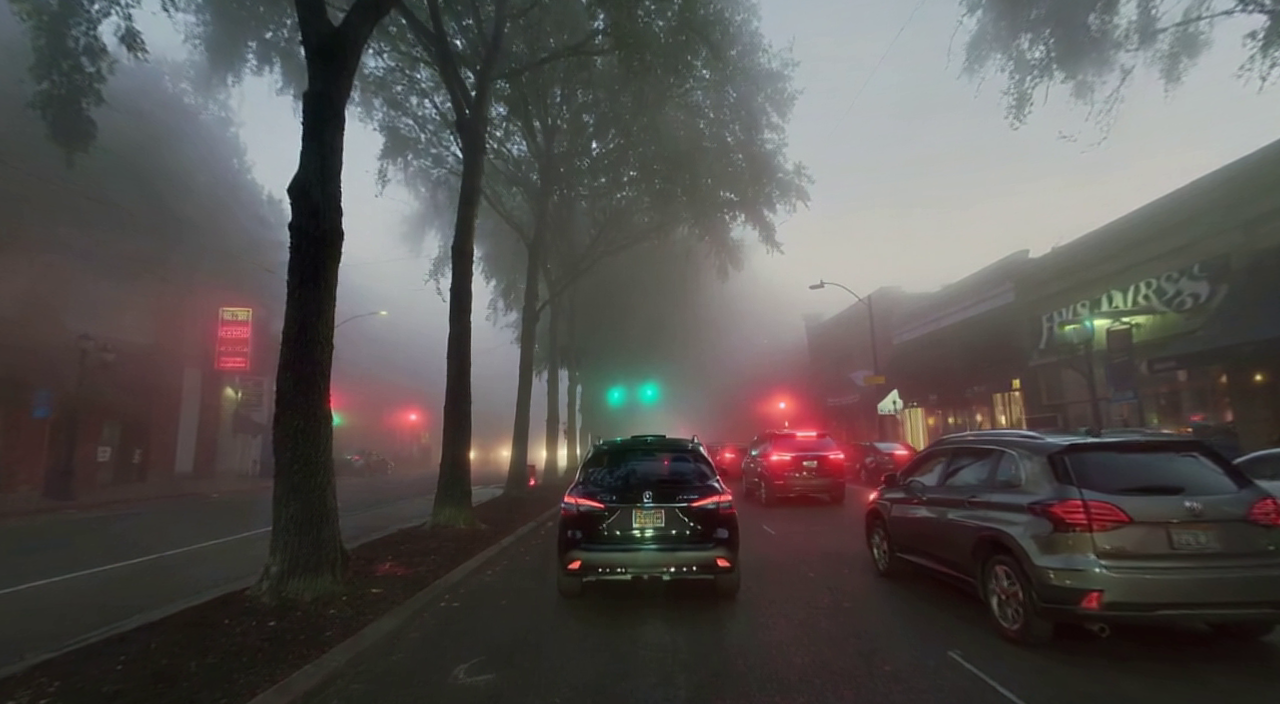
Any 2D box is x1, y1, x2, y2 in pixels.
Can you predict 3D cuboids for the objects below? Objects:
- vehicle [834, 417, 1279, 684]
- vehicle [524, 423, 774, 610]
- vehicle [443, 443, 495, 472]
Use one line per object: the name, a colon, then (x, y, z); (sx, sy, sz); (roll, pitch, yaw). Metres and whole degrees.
vehicle: (3.397, 1.429, 5.698); (1.988, 1.480, 4.195); (0, -9, 1)
vehicle: (0.054, 1.596, 6.930); (2.006, 1.487, 3.535); (0, -9, -1)
vehicle: (-11.159, 6.882, 41.547); (2.042, 1.749, 4.629); (-1, -9, 1)
